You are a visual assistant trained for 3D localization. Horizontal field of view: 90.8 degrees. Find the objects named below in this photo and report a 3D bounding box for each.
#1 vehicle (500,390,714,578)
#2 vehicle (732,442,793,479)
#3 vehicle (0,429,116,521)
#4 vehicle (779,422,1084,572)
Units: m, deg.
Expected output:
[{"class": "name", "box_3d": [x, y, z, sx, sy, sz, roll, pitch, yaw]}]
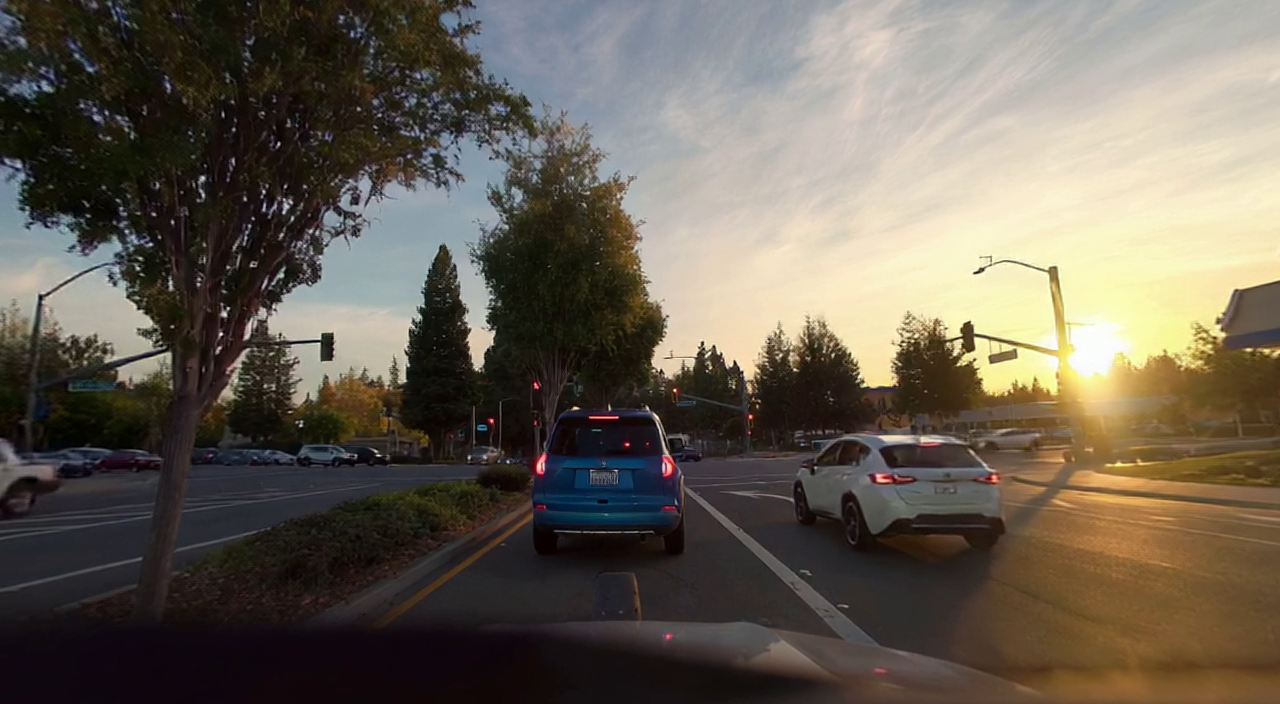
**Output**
[{"class": "vehicle", "box_3d": [-0.302, 1.643, 8.613, 2.096, 1.837, 4.687, 0, -9, 1]}, {"class": "vehicle", "box_3d": [5.289, 4.726, 27.808, 1.883, 1.496, 4.236, 0, -9, 1]}, {"class": "vehicle", "box_3d": [-12.798, 2.260, 11.609, 2.108, 1.683, 4.861, 0, -9, 0]}, {"class": "vehicle", "box_3d": [3.579, 1.879, 9.065, 2.098, 1.555, 4.778, 0, -9, 0]}]
